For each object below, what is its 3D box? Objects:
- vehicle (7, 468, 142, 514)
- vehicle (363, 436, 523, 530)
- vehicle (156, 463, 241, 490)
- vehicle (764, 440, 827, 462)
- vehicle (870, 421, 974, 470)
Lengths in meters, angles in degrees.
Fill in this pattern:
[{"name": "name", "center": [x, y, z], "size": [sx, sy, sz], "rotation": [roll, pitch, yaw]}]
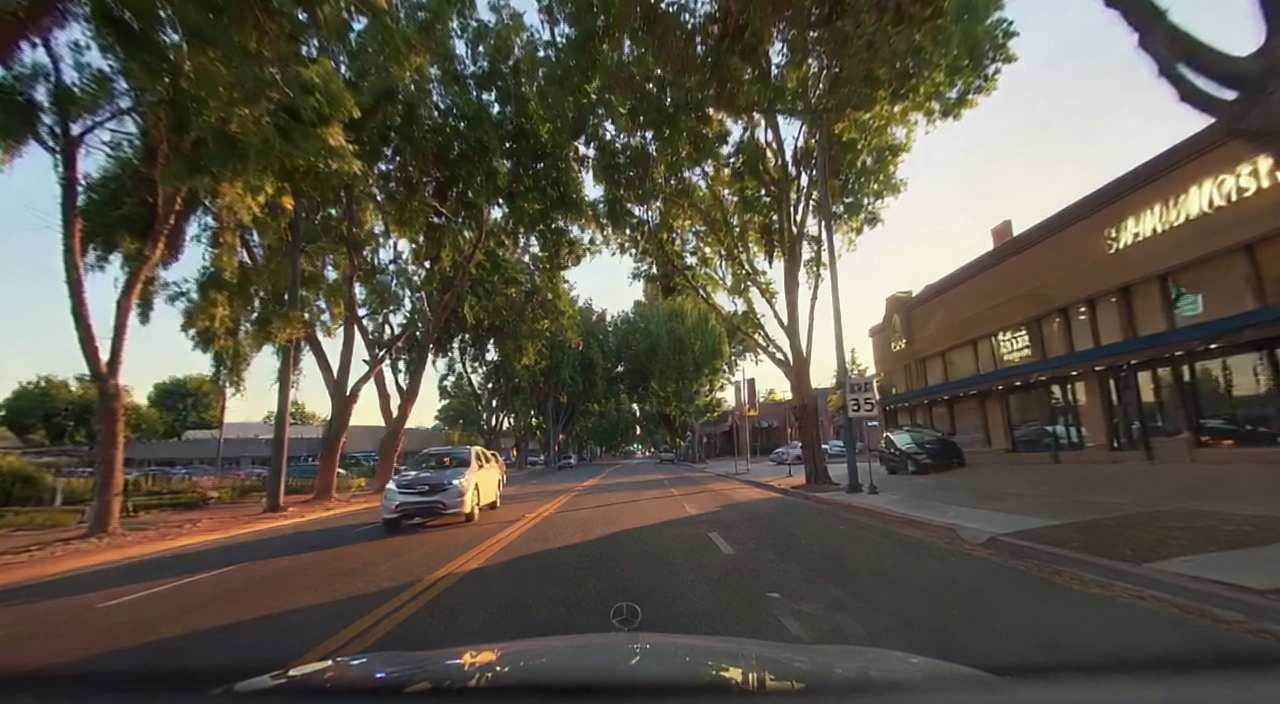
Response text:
[{"name": "vehicle", "center": [-22.386, 5.469, 25.289], "size": [1.779, 1.475, 4.483], "rotation": [1, -9, -10]}, {"name": "vehicle", "center": [-4.158, 2.828, 14.333], "size": [2.103, 1.750, 4.660], "rotation": [0, -9, 0]}, {"name": "vehicle", "center": [-30.474, 8.589, 43.767], "size": [4.361, 1.653, 1.946], "rotation": [2, -9, -17]}, {"name": "vehicle", "center": [10.954, 6.931, 44.351], "size": [4.587, 1.504, 1.928], "rotation": [7, -11, -39]}, {"name": "vehicle", "center": [11.366, 3.734, 25.253], "size": [2.124, 1.711, 5.059], "rotation": [-8, -12, 43]}]
